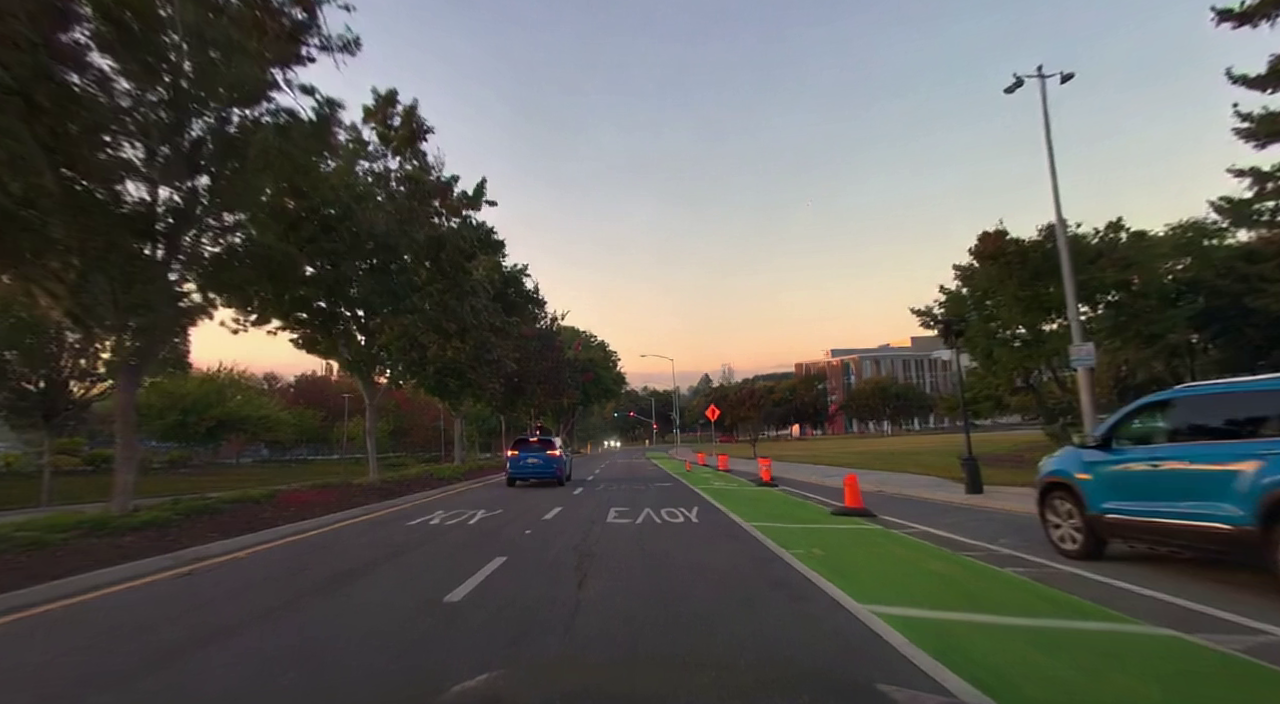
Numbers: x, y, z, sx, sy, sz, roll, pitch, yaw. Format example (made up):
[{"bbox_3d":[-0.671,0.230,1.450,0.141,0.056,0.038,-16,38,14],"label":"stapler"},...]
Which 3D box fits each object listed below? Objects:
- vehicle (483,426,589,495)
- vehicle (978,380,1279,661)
[{"bbox_3d":[-2.935,3.194,18.989,2.339,1.790,4.629,0,-8,1],"label":"vehicle"},{"bbox_3d":[5.392,1.264,5.461,2.810,1.722,3.834,-1,-8,1],"label":"vehicle"}]
